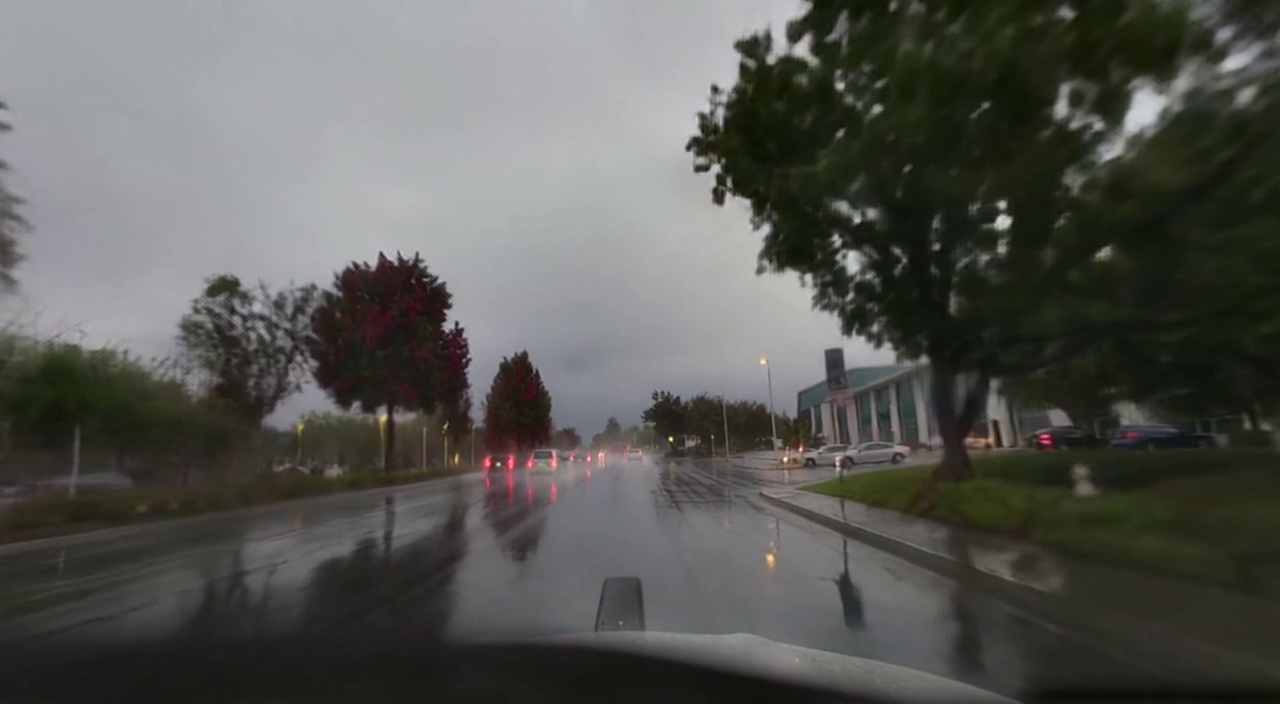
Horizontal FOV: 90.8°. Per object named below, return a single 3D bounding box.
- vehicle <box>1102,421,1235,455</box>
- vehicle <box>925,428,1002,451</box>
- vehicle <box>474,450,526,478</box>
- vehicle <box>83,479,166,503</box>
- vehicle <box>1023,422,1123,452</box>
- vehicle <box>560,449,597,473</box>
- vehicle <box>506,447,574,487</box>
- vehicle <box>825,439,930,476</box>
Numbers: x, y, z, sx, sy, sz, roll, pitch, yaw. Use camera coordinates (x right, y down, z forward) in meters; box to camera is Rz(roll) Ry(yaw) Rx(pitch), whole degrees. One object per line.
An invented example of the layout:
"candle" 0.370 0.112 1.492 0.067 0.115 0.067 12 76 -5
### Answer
"vehicle" 25.119 4.110 30.119 4.614 1.464 1.856 -1 -9 0
"vehicle" 25.350 6.886 49.592 4.939 1.818 1.989 0 -9 -1
"vehicle" -8.197 6.608 37.515 1.976 1.497 4.709 0 -9 1
"vehicle" -37.171 10.002 45.630 4.232 1.578 1.759 1 -10 -3
"vehicle" 25.053 4.941 36.661 4.154 1.662 2.113 0 -8 1
"vehicle" -3.964 7.073 41.243 1.971 1.414 4.317 0 -9 1
"vehicle" -4.005 4.704 26.147 2.011 1.483 4.596 0 -9 1
"vehicle" 12.889 5.754 34.499 4.790 1.439 2.034 -7 -9 1
